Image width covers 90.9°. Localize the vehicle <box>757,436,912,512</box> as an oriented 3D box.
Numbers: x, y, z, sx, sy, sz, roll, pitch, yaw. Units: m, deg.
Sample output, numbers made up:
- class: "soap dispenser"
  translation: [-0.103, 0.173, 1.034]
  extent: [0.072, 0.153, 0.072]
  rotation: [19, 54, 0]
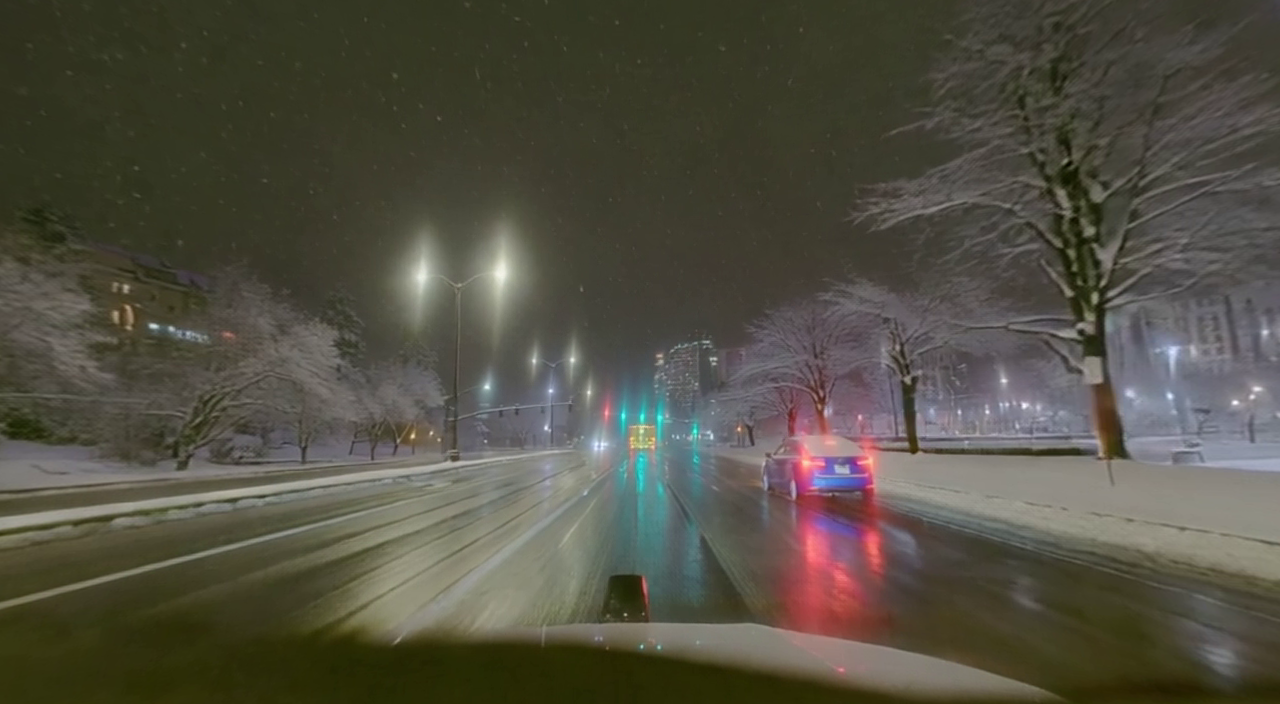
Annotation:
- class: "vehicle"
  translation: [4.217, 2.716, 14.608]
  extent: [2.005, 1.442, 4.675]
  rotation: [0, -8, -1]
